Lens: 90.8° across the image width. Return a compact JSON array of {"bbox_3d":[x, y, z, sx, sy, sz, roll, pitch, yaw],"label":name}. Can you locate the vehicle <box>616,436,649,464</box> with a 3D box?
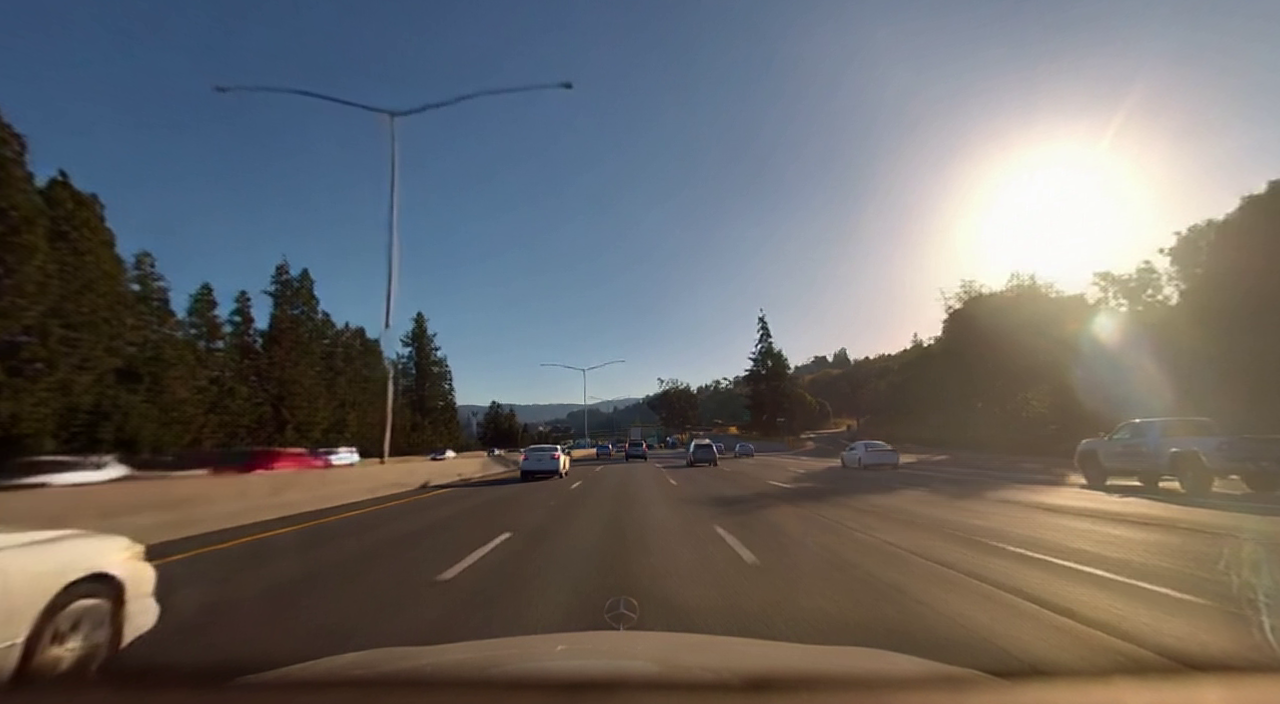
[{"bbox_3d":[-0.502,6.902,44.423,2.192,1.813,4.864,0,-8,-1],"label":"vehicle"}]

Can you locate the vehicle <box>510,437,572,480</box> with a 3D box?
[{"bbox_3d":[-4.065,4.459,26.670,1.992,1.651,4.185,0,-8,0],"label":"vehicle"}]

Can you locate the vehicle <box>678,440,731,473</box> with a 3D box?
[{"bbox_3d":[3.051,5.094,30.945,2.007,1.469,4.337,0,-8,-2],"label":"vehicle"}]

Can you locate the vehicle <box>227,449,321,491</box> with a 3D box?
[{"bbox_3d":[-13.148,4.240,22.918,1.455,1.372,3.287,0,-9,-1],"label":"vehicle"}]

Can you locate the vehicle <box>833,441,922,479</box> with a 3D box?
[{"bbox_3d":[9.389,4.285,25.319,1.910,1.384,3.867,1,-8,-3],"label":"vehicle"}]

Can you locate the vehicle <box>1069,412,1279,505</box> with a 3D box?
[{"bbox_3d":[12.903,2.443,14.871,2.076,1.799,4.871,0,-8,-1],"label":"vehicle"}]

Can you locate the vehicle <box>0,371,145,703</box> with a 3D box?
[{"bbox_3d":[-3.636,0.691,1.037,2.119,1.654,4.353,0,-9,-1],"label":"vehicle"}]
